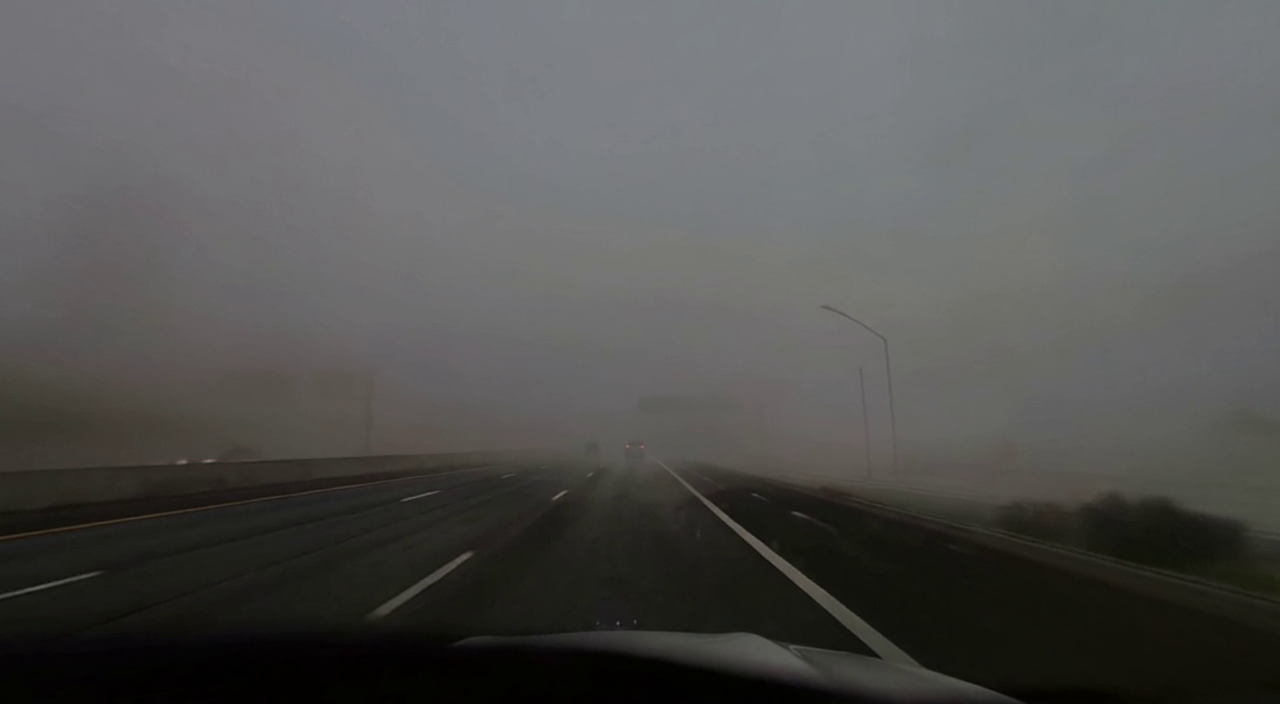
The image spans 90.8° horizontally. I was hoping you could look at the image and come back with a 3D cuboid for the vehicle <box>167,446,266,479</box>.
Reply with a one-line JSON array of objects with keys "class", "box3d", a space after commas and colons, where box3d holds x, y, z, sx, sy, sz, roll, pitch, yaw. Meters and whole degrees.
[{"class": "vehicle", "box3d": [-21.183, 5.509, 31.845, 1.887, 1.551, 4.445, 0, -8, 0]}]
